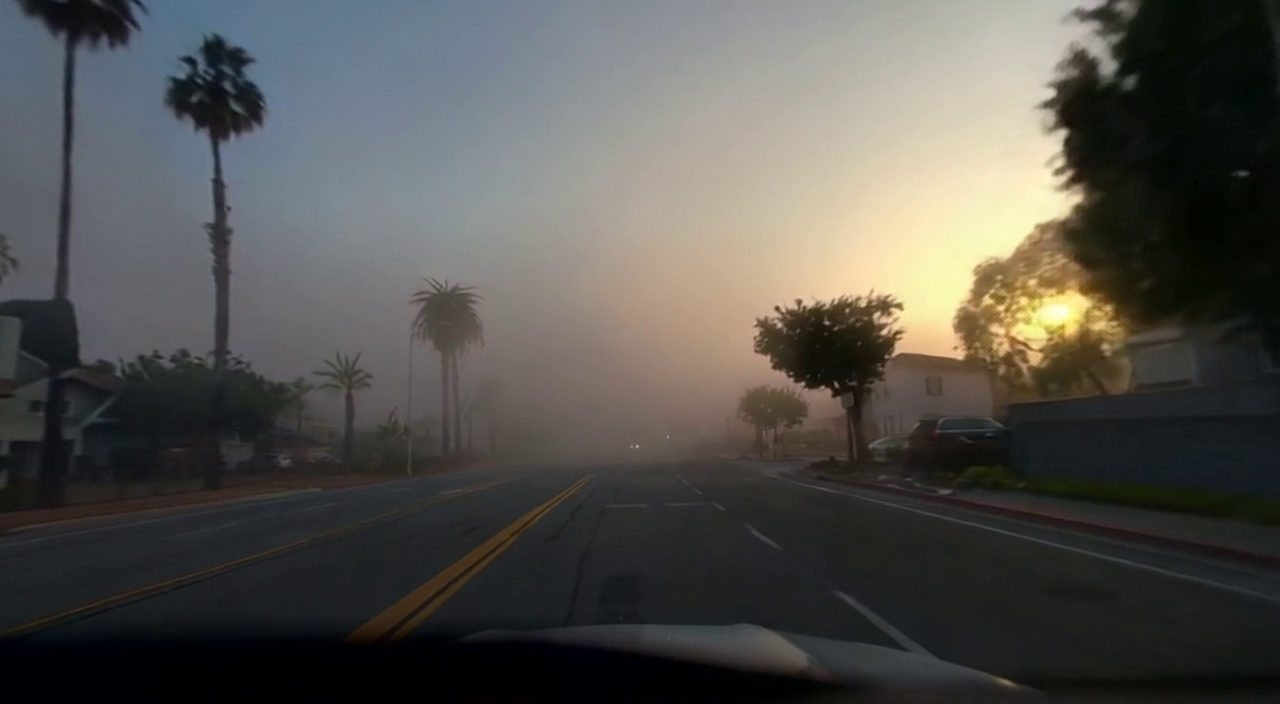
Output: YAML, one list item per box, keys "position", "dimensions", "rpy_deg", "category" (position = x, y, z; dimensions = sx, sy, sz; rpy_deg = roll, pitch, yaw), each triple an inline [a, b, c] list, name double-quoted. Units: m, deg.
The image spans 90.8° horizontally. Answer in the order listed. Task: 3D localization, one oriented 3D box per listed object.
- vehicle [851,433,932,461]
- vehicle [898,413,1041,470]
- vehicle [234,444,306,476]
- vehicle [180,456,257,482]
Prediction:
- position: [16.330, 6.204, 41.220]
  dimensions: [4.296, 1.701, 2.255]
  rpy_deg: [0, -8, -1]
  category: "vehicle"
- position: [12.820, 3.507, 24.615]
  dimensions: [4.963, 2.031, 2.132]
  rpy_deg: [4, -9, -23]
  category: "vehicle"
- position: [-26.252, 7.618, 44.799]
  dimensions: [4.714, 1.999, 2.272]
  rpy_deg: [-4, -8, 31]
  category: "vehicle"
- position: [-25.979, 7.156, 38.898]
  dimensions: [4.452, 1.466, 1.910]
  rpy_deg: [-4, -10, 27]
  category: "vehicle"
